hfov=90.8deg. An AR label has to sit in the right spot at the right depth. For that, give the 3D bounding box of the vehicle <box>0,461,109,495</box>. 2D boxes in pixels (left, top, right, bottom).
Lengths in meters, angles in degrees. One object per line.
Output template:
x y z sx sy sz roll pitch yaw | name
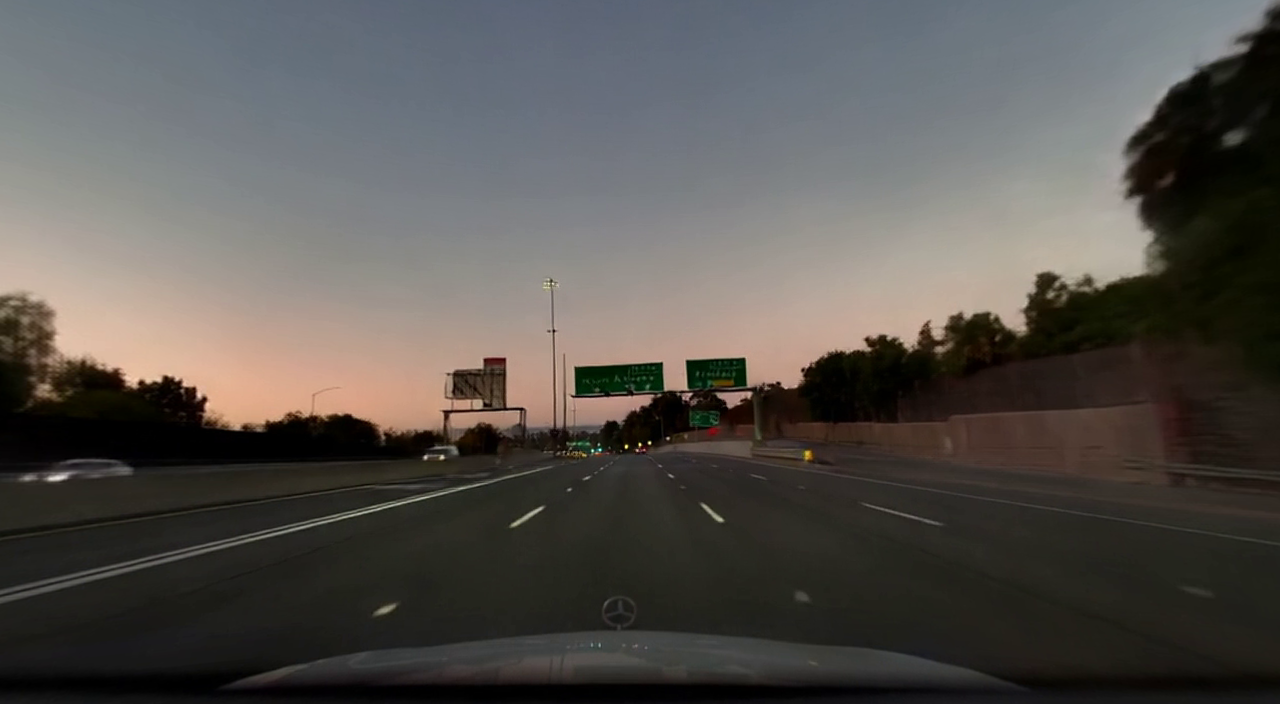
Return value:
-29.270 6.214 31.504 1.778 1.472 4.444 0 -9 -3 | vehicle
